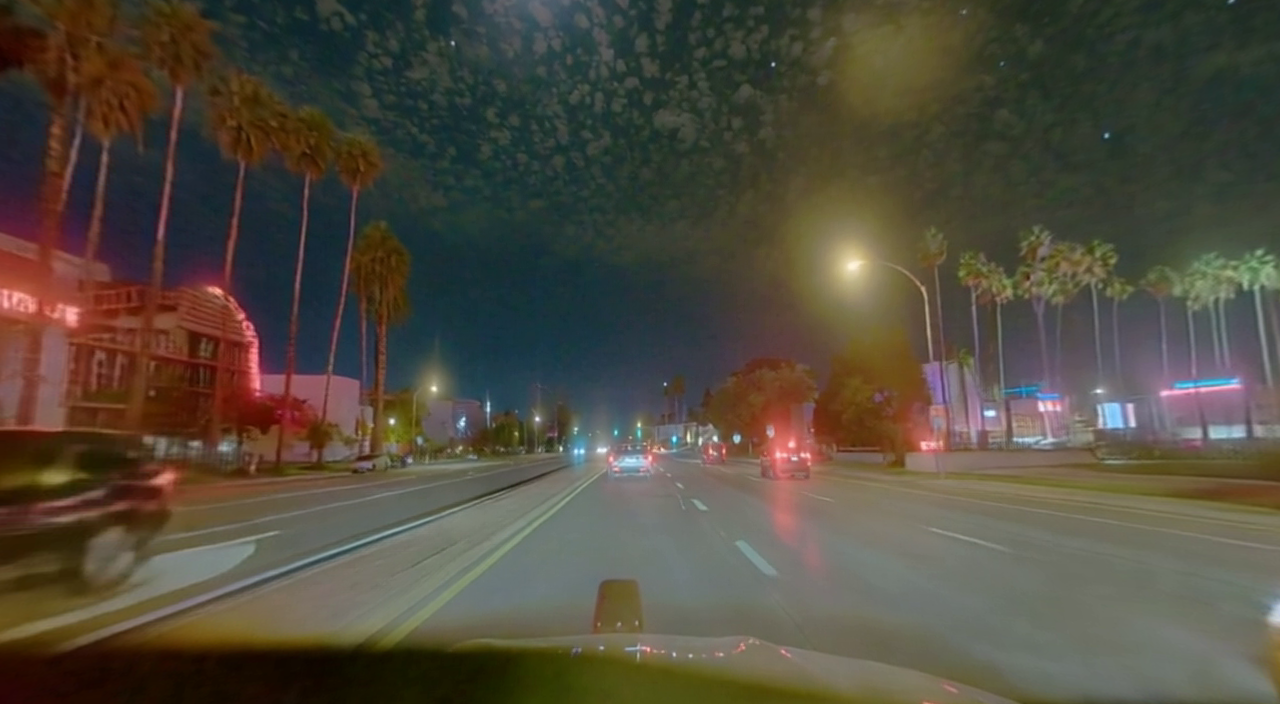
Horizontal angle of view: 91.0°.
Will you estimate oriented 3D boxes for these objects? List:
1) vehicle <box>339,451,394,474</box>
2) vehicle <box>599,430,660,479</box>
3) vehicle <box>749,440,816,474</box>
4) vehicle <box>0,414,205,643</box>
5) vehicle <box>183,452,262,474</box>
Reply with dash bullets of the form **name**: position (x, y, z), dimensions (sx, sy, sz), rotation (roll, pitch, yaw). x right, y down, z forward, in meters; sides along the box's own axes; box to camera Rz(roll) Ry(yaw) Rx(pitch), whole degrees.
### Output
- **vehicle**: position (-19.528, 7.906, 45.130), dimensions (1.920, 1.505, 4.351), rotation (0, -8, 2)
- **vehicle**: position (-0.426, 4.195, 25.965), dimensions (2.277, 1.816, 4.192), rotation (0, -8, -1)
- **vehicle**: position (6.659, 4.944, 29.949), dimensions (1.975, 1.483, 4.769), rotation (0, -8, -1)
- **vehicle**: position (-5.236, 1.189, 3.951), dimensions (2.028, 1.489, 4.386), rotation (-3, -8, -2)
- **vehicle**: position (-30.186, 8.019, 45.610), dimensions (4.400, 1.474, 1.732), rotation (0, -9, -1)
